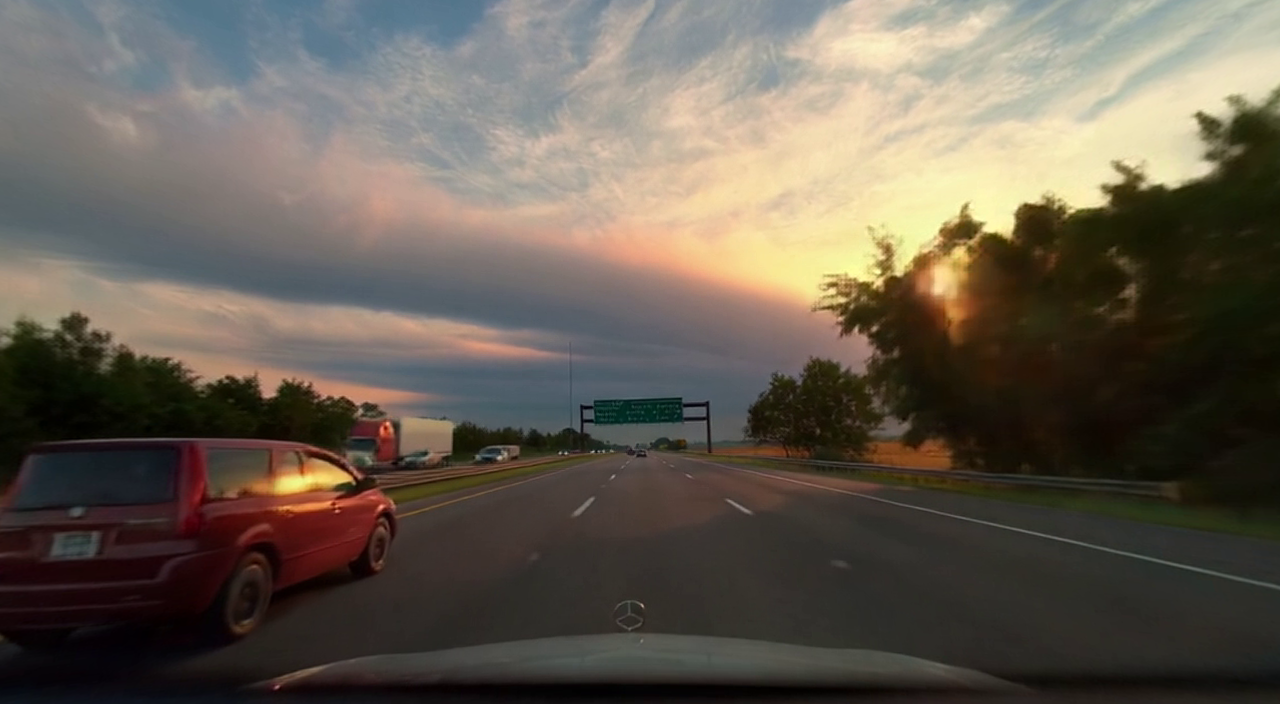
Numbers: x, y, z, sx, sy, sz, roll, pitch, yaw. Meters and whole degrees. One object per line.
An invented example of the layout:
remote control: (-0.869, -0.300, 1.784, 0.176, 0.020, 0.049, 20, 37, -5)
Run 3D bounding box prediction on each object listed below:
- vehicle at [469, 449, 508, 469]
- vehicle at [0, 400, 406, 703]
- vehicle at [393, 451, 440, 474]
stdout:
vehicle: (-11.166, 7.908, 46.748, 1.921, 1.444, 3.819, 0, -9, 0)
vehicle: (-3.514, 1.282, 4.887, 1.815, 1.500, 4.036, 0, -9, 0)
vehicle: (-14.851, 7.354, 42.069, 1.738, 1.406, 3.621, 0, -9, 1)
